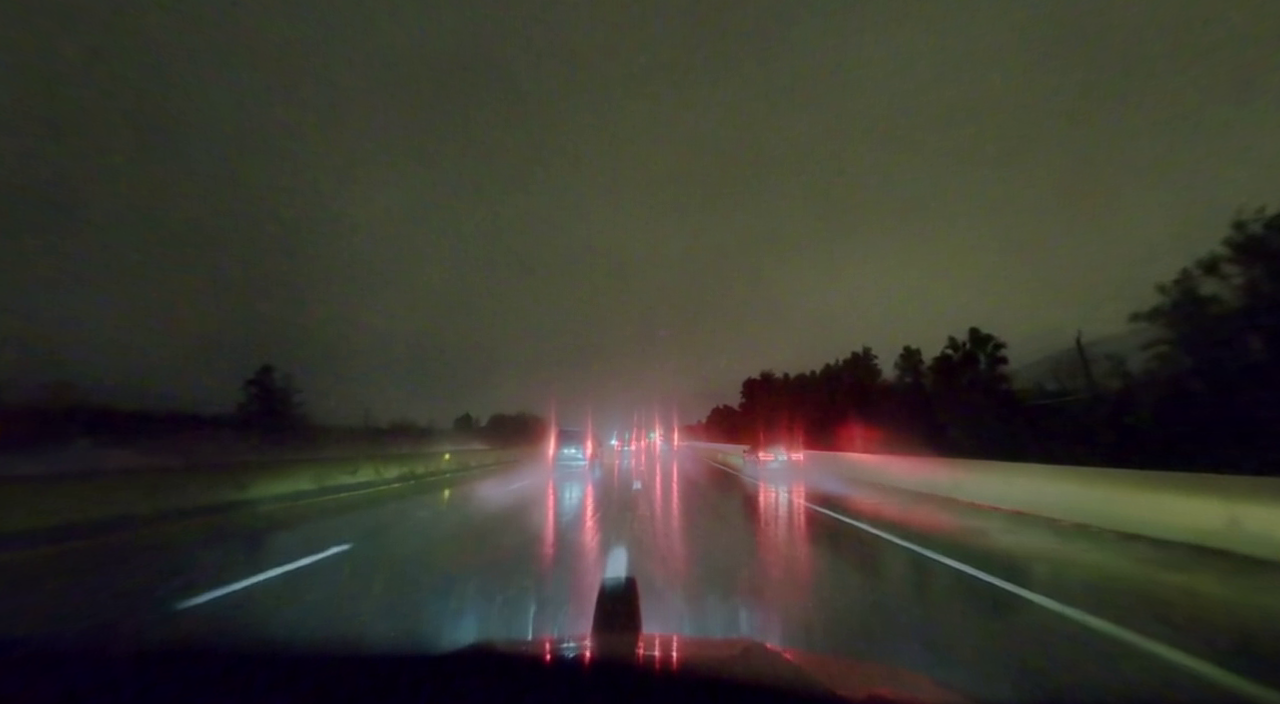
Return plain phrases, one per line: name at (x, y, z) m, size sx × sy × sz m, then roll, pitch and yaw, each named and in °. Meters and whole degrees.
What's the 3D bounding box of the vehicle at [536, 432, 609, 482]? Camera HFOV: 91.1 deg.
vehicle at (-2.272, 3.669, 22.410) m, size 2.039 × 1.589 × 4.324 m, roll 0°, pitch -8°, yaw 1°
